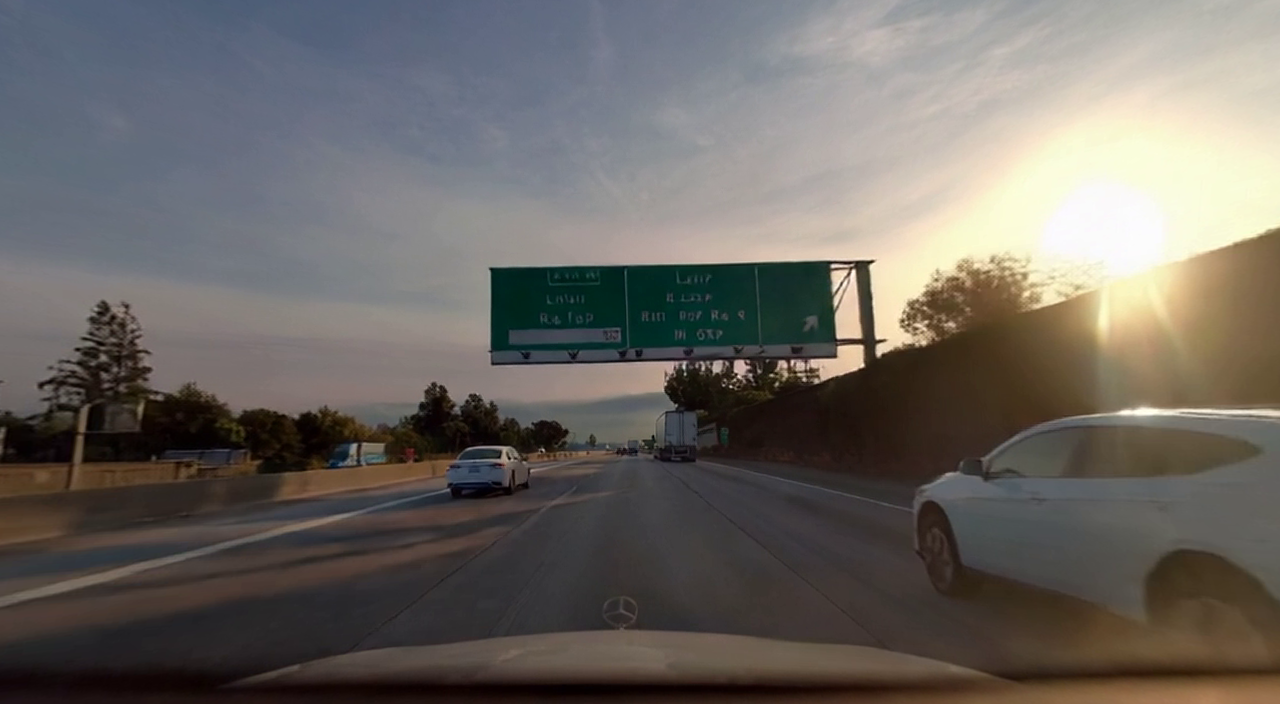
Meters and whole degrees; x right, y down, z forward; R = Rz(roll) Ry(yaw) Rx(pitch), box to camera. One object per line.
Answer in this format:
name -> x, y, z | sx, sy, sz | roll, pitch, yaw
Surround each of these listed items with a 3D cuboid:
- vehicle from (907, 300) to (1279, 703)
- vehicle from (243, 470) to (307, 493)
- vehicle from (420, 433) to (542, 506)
vehicle -> 3.378, 0.823, 3.154 | 2.065, 1.760, 4.488 | 0, -8, -1
vehicle -> -25.533, 9.030, 44.369 | 1.816, 1.274, 4.395 | 0, -8, 1
vehicle -> -3.881, 2.951, 16.385 | 1.903, 1.607, 4.770 | 0, -8, 0
